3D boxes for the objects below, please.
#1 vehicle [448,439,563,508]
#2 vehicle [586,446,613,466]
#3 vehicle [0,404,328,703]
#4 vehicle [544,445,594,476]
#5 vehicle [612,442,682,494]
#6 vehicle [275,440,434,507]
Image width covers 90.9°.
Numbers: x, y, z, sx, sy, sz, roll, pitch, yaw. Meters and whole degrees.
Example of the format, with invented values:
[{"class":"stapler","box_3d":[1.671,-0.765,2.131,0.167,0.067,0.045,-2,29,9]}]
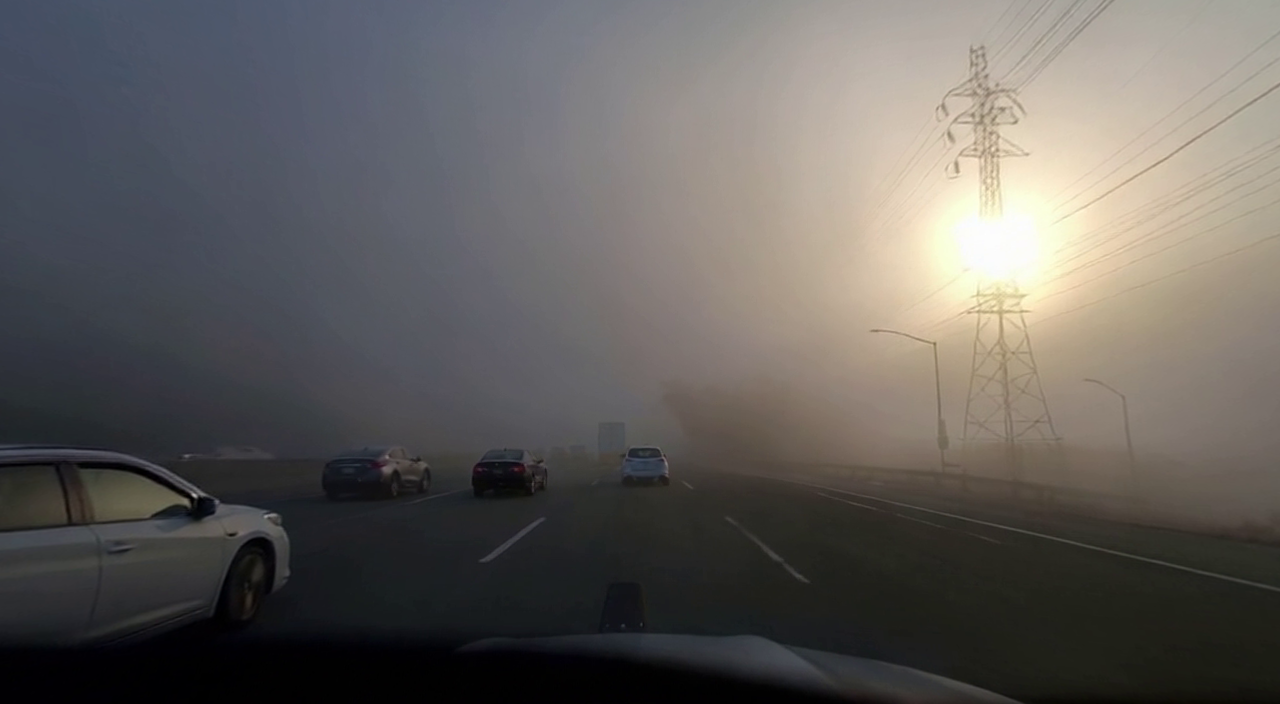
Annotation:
[{"class":"vehicle","box_3d":[-3.179,2.962,15.816,1.912,1.464,4.115,0,-9,1]},{"class":"vehicle","box_3d":[-3.078,8.013,48.860,1.840,1.439,3.687,0,-9,0]},{"class":"vehicle","box_3d":[-3.635,1.049,3.132,1.883,1.500,4.373,0,-9,1]},{"class":"vehicle","box_3d":[-3.420,5.286,30.972,2.013,1.437,3.801,0,-9,0]},{"class":"vehicle","box_3d":[0.193,3.688,20.429,2.018,1.470,4.491,0,-9,0]},{"class":"vehicle","box_3d":[-7.049,3.024,16.177,1.867,1.445,4.499,0,-9,2]}]
